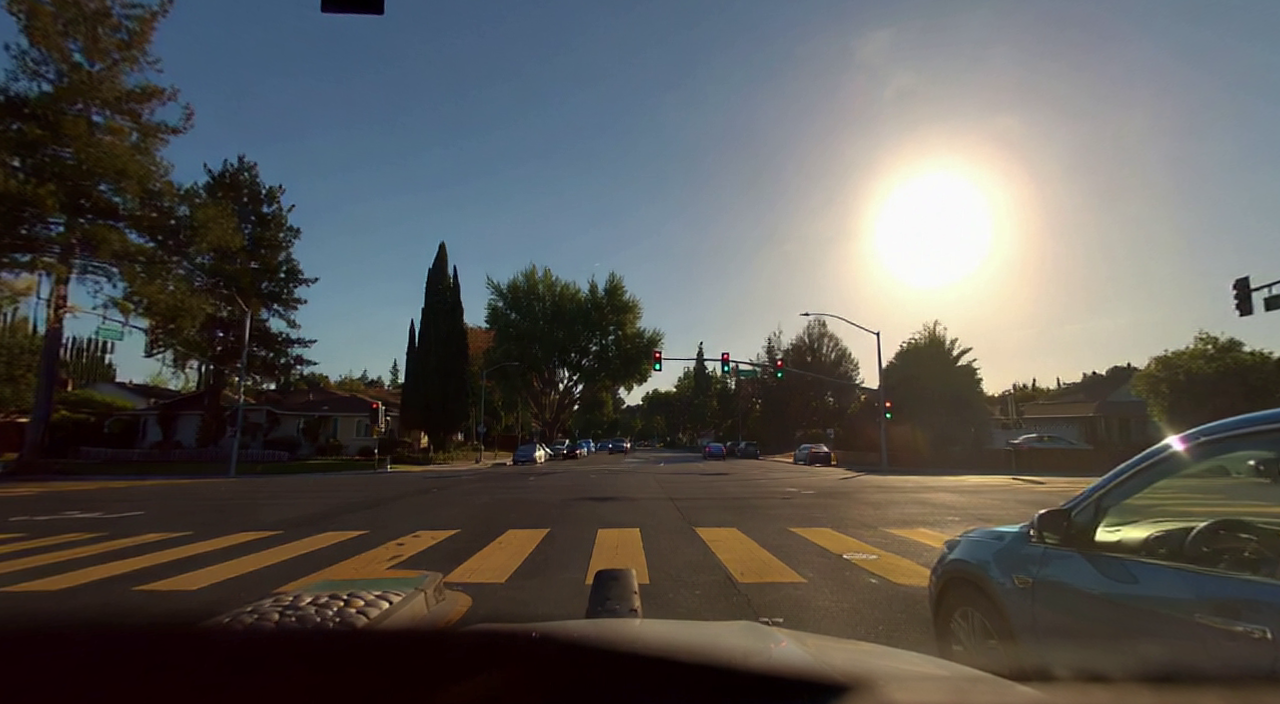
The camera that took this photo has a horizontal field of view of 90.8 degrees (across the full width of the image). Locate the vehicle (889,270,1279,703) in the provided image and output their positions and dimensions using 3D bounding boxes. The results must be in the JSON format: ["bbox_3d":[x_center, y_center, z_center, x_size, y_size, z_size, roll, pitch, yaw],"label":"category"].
[{"bbox_3d":[2.709,0.709,1.722,2.085,1.800,4.908,0,-9,1],"label":"vehicle"}]

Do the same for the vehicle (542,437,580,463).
[{"bbox_3d":[-5.529,6.910,44.479,2.091,1.707,4.157,0,-9,1],"label":"vehicle"}]

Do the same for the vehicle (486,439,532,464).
[{"bbox_3d":[-8.949,6.858,43.629,2.028,1.654,5.027,0,-9,1],"label":"vehicle"}]

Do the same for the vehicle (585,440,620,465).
[{"bbox_3d":[-2.392,6.600,41.607,2.046,1.491,4.118,0,-9,0],"label":"vehicle"}]
